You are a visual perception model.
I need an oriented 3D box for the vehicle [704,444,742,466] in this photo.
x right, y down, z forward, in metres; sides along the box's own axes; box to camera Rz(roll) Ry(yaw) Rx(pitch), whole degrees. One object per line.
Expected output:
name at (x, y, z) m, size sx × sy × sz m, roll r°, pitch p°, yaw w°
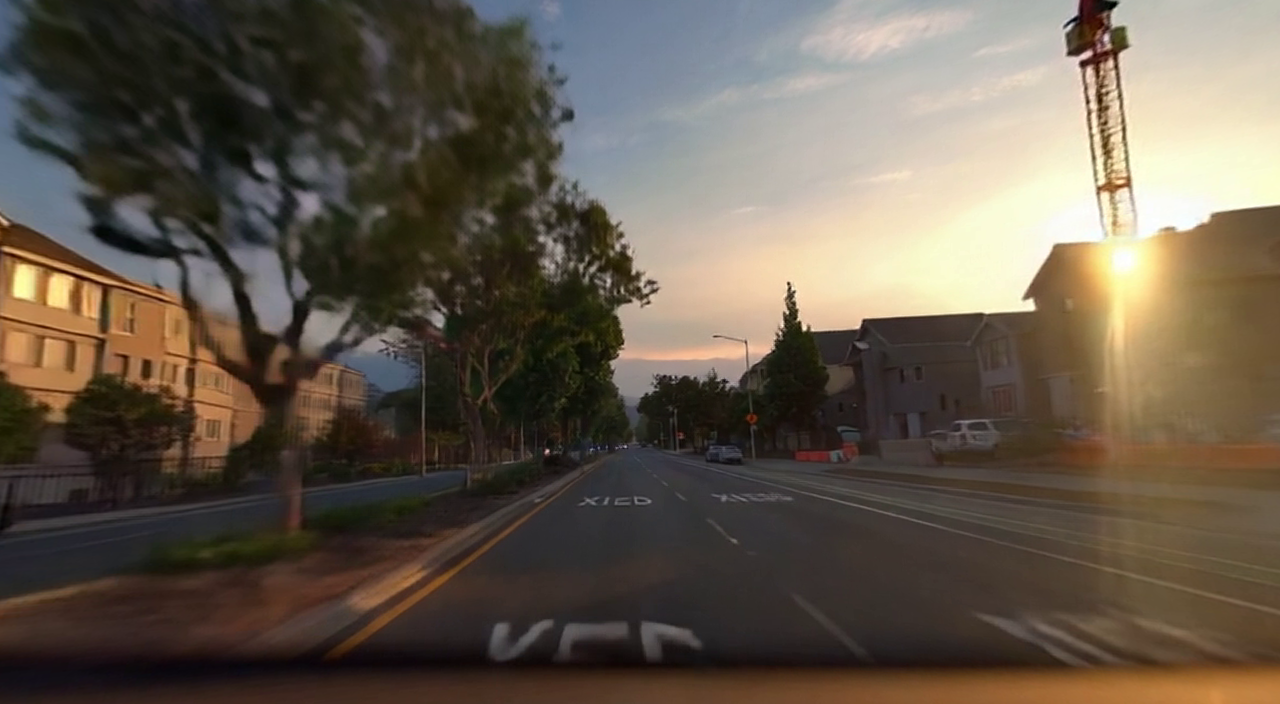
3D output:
vehicle at (6.280, 7.837, 48.384) m, size 1.986 × 1.498 × 5.099 m, roll 3°, pitch -9°, yaw -2°
